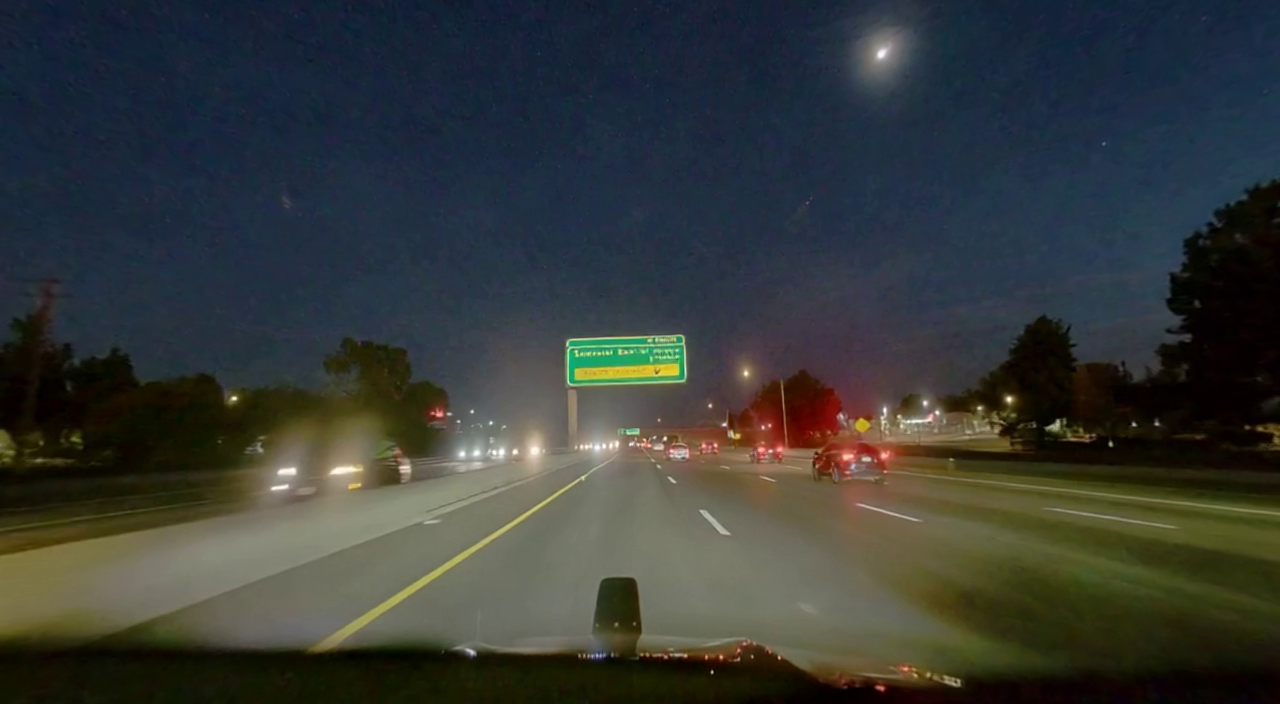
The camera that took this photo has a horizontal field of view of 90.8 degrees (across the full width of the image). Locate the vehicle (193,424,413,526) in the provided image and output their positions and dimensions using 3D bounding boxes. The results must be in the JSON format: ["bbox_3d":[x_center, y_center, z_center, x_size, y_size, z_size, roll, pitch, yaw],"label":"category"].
[{"bbox_3d":[-6.643,2.463,13.222,2.022,1.737,4.546,0,-8,1],"label":"vehicle"}]

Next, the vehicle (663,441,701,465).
[{"bbox_3d":[2.658,6.599,41.423,1.993,1.507,4.594,0,-8,-2],"label":"vehicle"}]

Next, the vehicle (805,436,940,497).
[{"bbox_3d":[6.309,3.153,17.830,1.952,1.489,4.483,0,-8,-2],"label":"vehicle"}]
